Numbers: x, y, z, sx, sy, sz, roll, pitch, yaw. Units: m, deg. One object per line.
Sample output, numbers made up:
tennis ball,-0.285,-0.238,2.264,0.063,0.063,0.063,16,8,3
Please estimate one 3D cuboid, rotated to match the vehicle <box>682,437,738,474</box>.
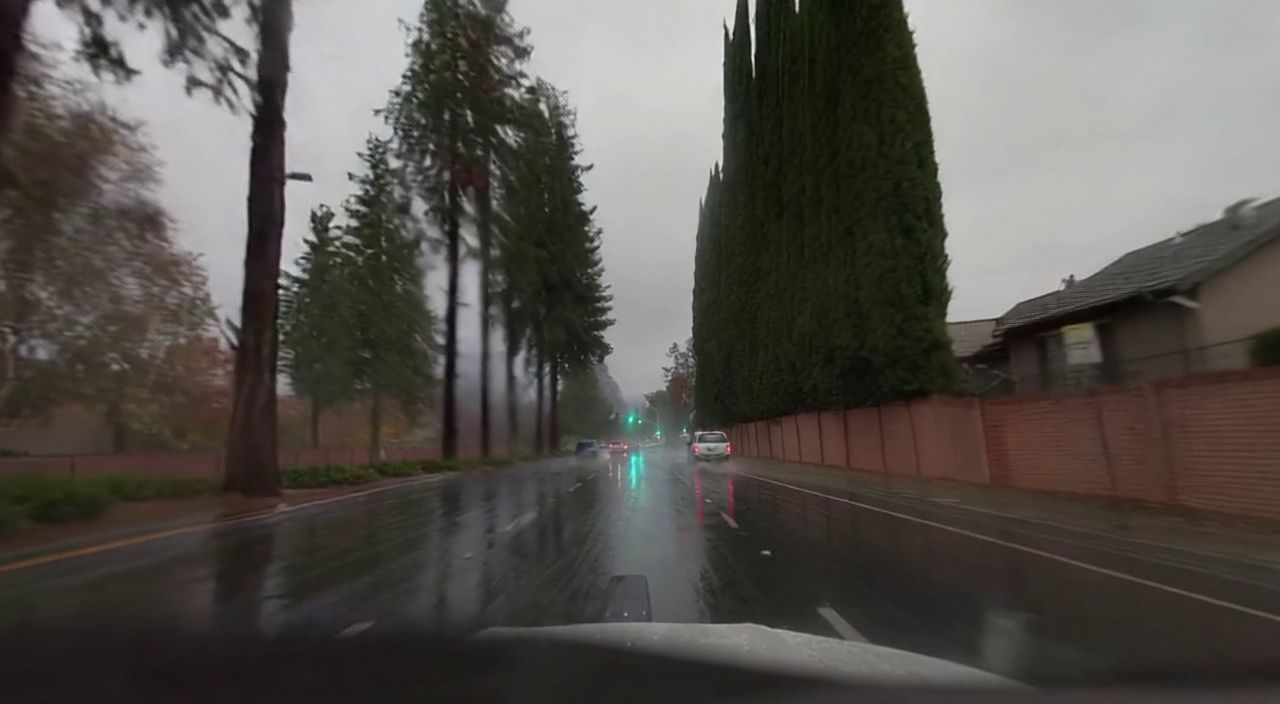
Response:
vehicle,3.415,5.168,31.825,2.321,1.695,5.037,0,-8,1
